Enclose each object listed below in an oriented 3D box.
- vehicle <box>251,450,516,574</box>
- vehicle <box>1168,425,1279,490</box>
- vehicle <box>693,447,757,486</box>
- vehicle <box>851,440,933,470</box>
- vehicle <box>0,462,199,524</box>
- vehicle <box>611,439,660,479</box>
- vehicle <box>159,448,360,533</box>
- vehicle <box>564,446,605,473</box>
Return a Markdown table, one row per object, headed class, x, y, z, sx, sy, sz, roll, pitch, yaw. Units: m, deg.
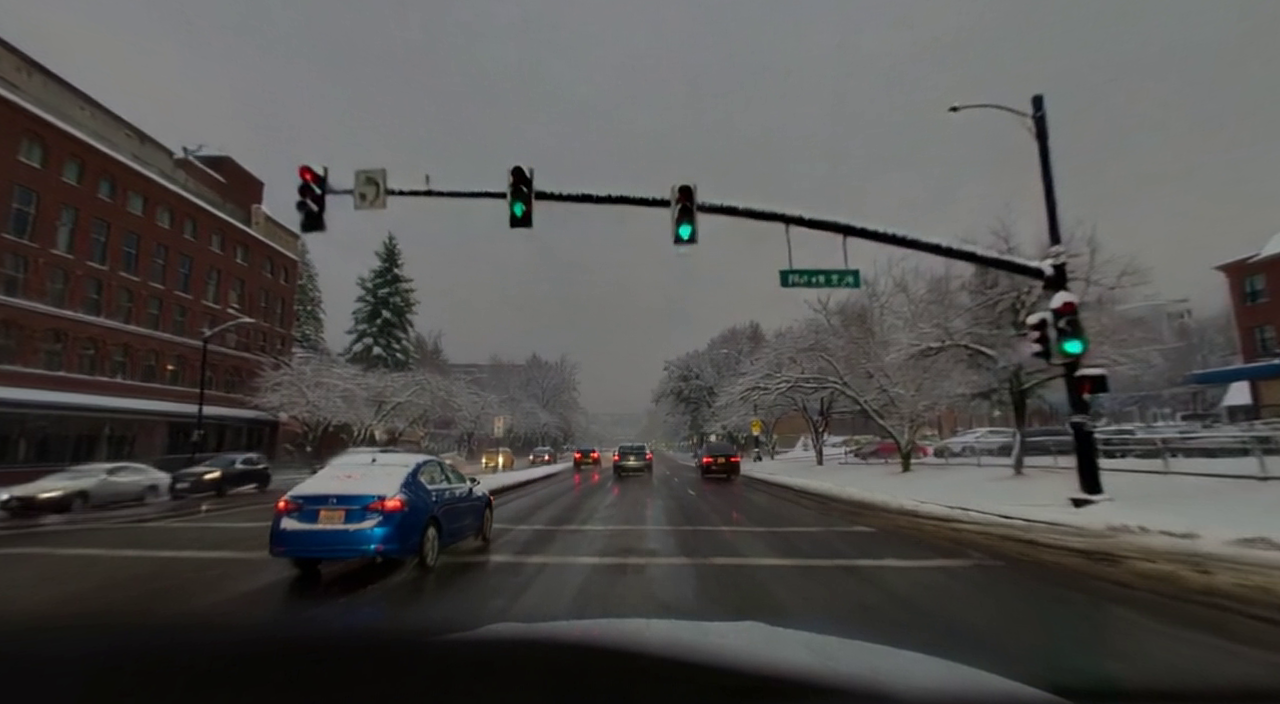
| class | x | y | z | sx | sy | sz | roll | pitch | yaw |
| --- | --- | --- | --- | --- | --- | --- | --- | --- | --- |
| vehicle | -3.323 | 2.138 | 9.192 | 2.115 | 1.369 | 3.908 | -1 | -9 | 2 |
| vehicle | 16.240 | 2.613 | 15.826 | 3.817 | 1.486 | 2.309 | -1 | -9 | 2 |
| vehicle | 3.465 | 4.756 | 26.588 | 2.058 | 1.472 | 4.317 | 0 | -9 | -1 |
| vehicle | 15.921 | 6.516 | 39.996 | 4.255 | 1.520 | 1.900 | -4 | -8 | 1 |
| vehicle | -16.324 | 4.212 | 19.331 | 2.141 | 1.510 | 4.759 | 0 | -9 | 0 |
| vehicle | -0.204 | 5.522 | 32.778 | 2.361 | 1.898 | 4.465 | 0 | -9 | 0 |
| vehicle | -8.978 | 3.244 | 15.512 | 2.059 | 1.559 | 4.709 | -4 | -8 | 0 |
| vehicle | -3.463 | 6.774 | 39.952 | 2.130 | 1.645 | 3.995 | -1 | -9 | 1 |
